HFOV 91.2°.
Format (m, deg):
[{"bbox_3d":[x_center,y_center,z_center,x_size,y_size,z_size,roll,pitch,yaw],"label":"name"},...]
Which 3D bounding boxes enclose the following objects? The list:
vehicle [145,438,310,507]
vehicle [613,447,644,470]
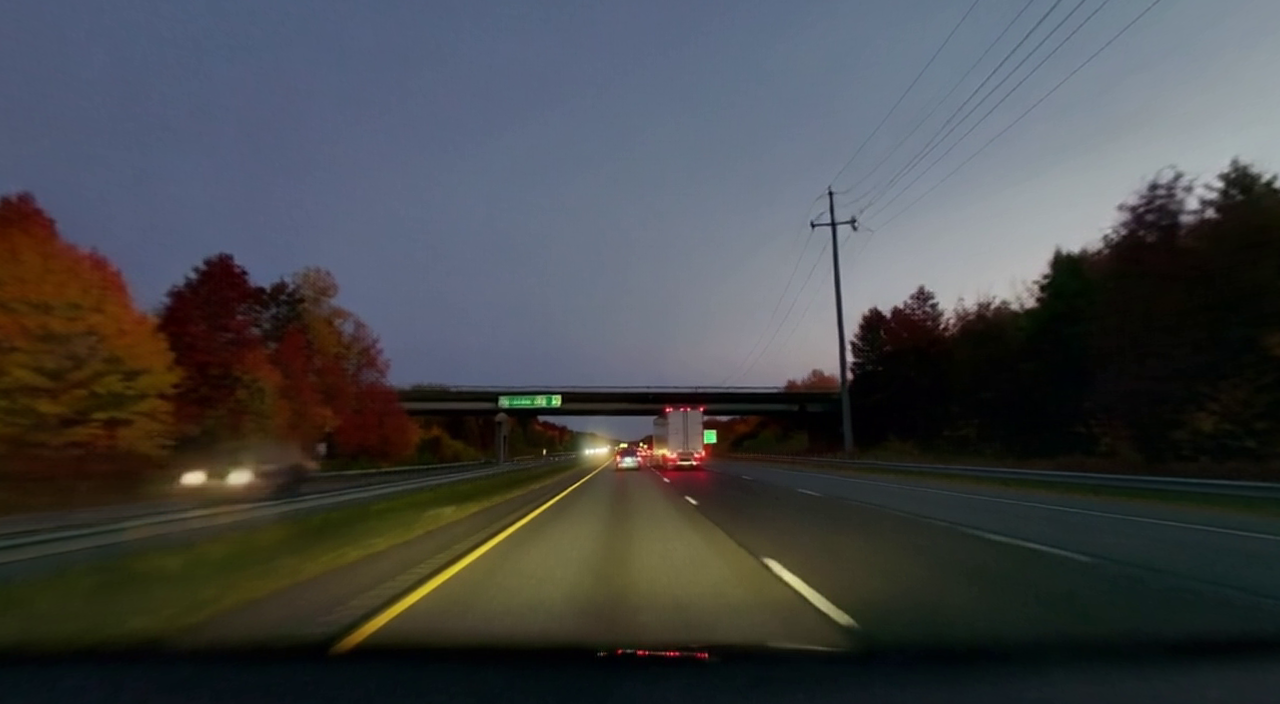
[{"bbox_3d":[-13.433,3.931,20.917,2.127,1.971,4.852,0,-9,0],"label":"vehicle"},{"bbox_3d":[-0.771,7.164,42.290,1.961,1.454,3.755,0,-9,-1],"label":"vehicle"}]
